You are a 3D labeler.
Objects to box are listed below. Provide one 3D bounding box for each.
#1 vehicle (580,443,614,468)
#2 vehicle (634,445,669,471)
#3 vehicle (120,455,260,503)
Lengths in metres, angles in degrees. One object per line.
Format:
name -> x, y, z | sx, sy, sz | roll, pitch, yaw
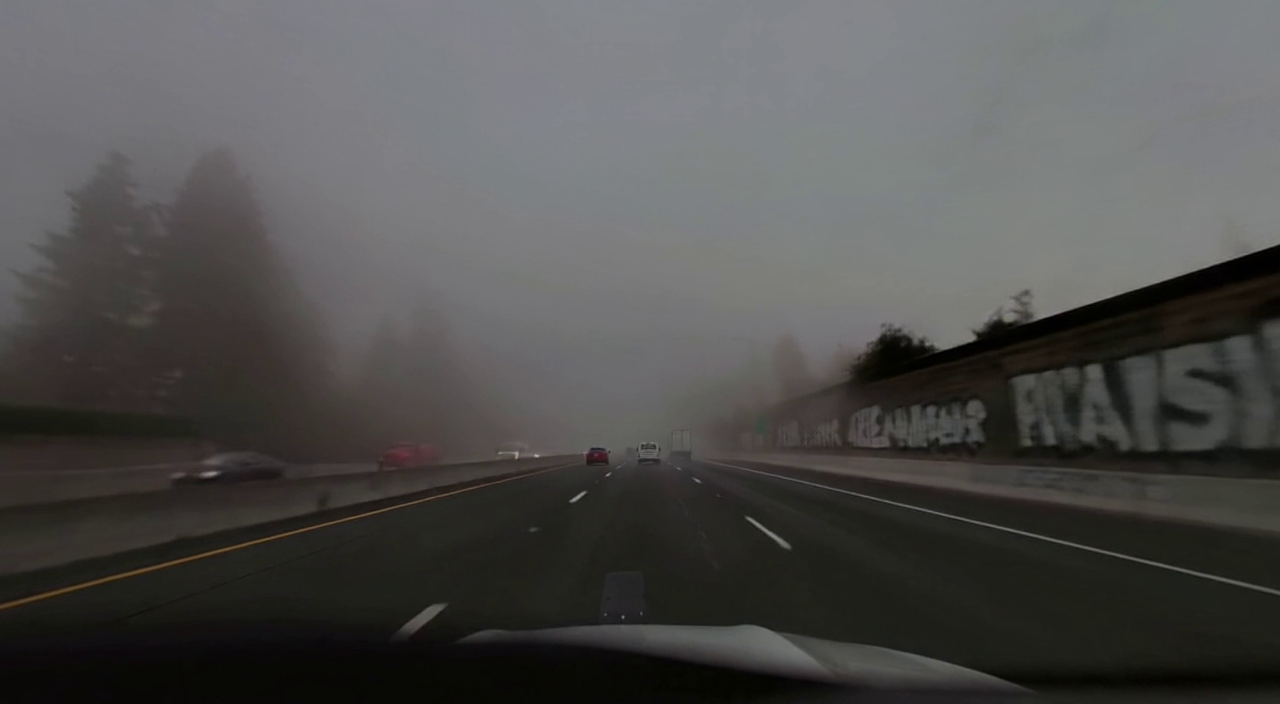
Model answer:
vehicle -> -2.983, 7.352, 44.794 | 2.095, 1.671, 4.193 | 0, -9, 1
vehicle -> 0.684, 6.507, 38.930 | 2.009, 1.506, 4.091 | 0, -9, 0
vehicle -> -15.939, 4.482, 22.651 | 1.830, 1.480, 4.231 | 0, -9, 1
